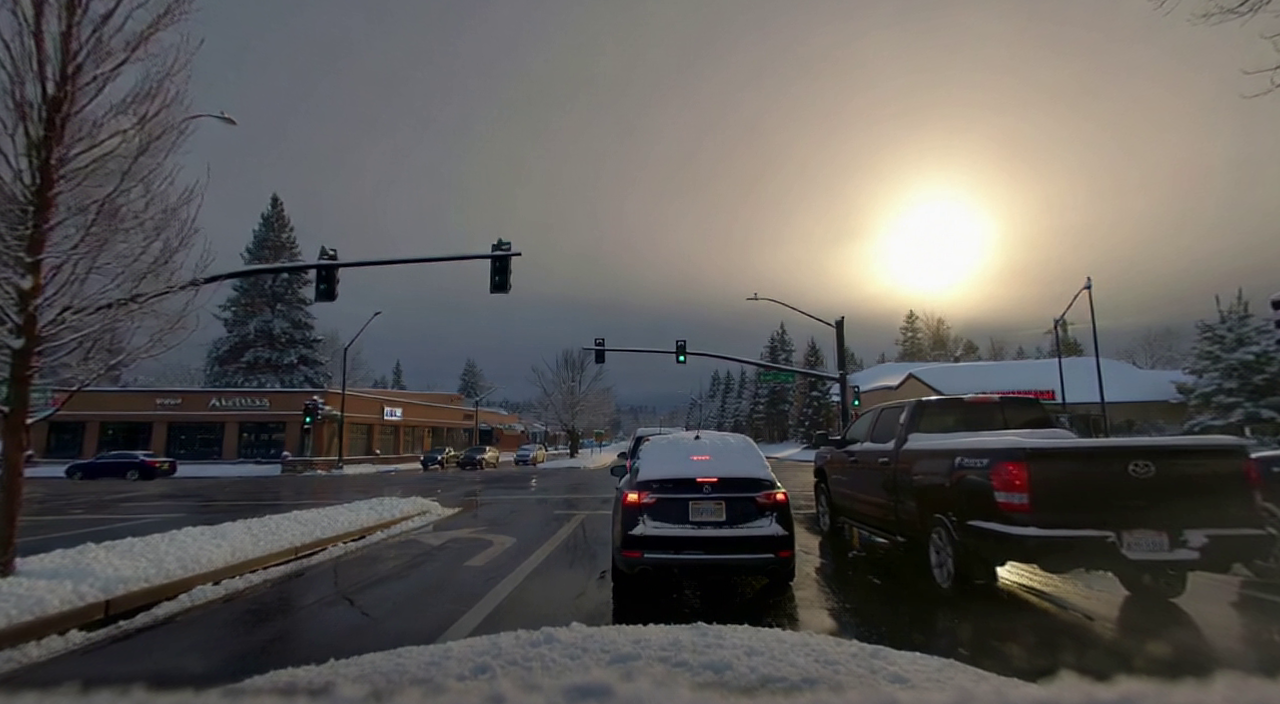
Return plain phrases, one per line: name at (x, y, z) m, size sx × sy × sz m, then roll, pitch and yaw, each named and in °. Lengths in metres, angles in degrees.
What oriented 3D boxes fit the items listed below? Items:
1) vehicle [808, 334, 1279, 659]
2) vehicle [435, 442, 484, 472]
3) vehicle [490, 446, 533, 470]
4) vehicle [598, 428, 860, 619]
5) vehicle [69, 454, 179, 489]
vehicle at (3.798, 1.308, 6.853) m, size 2.358 × 2.116 × 5.328 m, roll 0°, pitch -8°, yaw -1°
vehicle at (-11.874, 6.910, 41.818) m, size 1.991 × 1.844 × 4.393 m, roll 0°, pitch -8°, yaw -1°
vehicle at (-8.443, 7.007, 41.874) m, size 2.002 × 1.469 × 4.301 m, roll 0°, pitch -8°, yaw -1°
vehicle at (0.610, 1.599, 6.819) m, size 2.038 × 1.447 × 3.756 m, roll 0°, pitch -8°, yaw -3°
vehicle at (-29.082, 6.695, 35.600) m, size 4.789 × 1.828 × 2.025 m, roll -2°, pitch -9°, yaw 10°
